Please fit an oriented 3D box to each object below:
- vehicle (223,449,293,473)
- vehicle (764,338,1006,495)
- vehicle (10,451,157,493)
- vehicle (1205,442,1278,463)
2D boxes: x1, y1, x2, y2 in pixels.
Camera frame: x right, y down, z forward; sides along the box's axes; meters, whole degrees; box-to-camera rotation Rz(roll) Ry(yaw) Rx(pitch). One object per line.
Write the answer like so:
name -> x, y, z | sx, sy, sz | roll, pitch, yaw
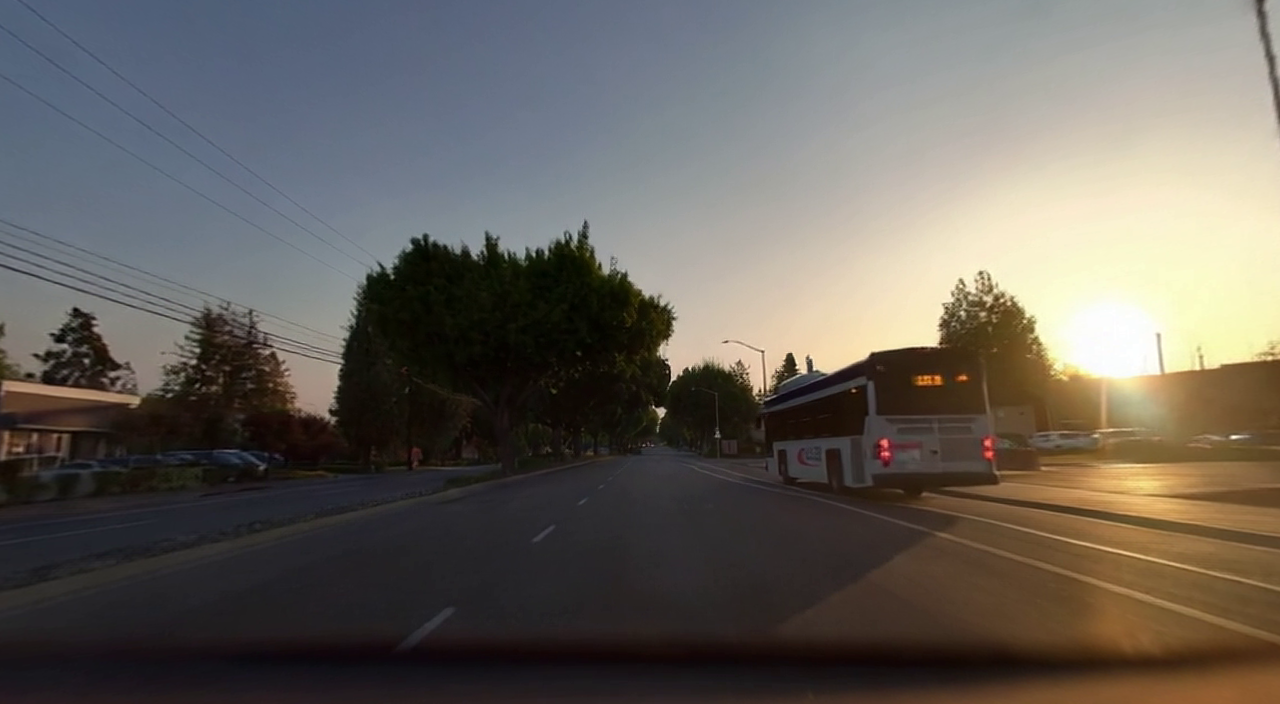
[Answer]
vehicle -> -29.727, 8.437, 49.081 | 4.251, 1.563, 1.950 | -3, -8, 4
vehicle -> 8.489, 2.811, 25.078 | 4.582, 4.678, 12.589 | 0, -8, 0
vehicle -> -24.316, 5.232, 27.672 | 4.325, 1.716, 2.358 | 0, -9, 5
vehicle -> 45.162, 7.530, 47.460 | 1.808, 1.467, 4.288 | -2, -8, 11
